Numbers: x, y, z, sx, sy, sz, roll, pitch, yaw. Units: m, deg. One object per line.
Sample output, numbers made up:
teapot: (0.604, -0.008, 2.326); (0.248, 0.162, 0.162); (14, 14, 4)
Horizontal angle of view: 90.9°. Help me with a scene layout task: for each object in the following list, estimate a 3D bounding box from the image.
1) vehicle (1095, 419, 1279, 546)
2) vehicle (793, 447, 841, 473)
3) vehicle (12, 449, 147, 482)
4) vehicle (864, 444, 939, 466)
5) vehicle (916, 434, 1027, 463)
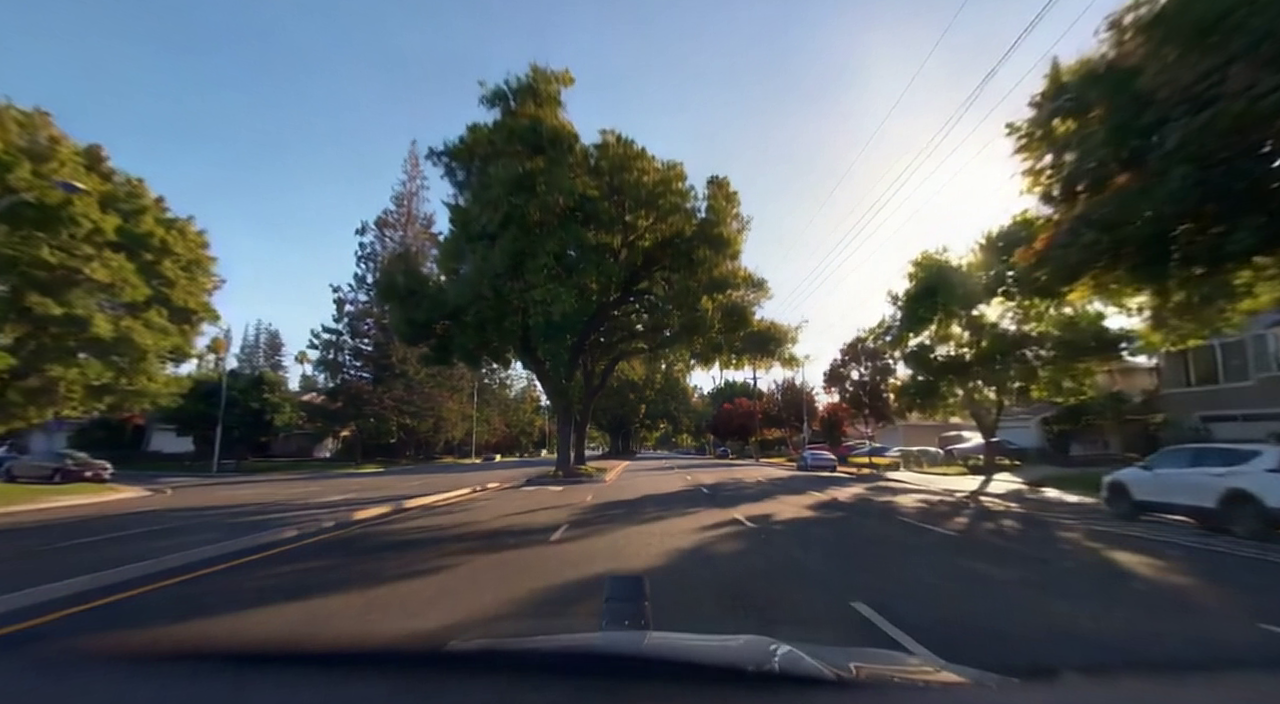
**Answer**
vehicle: (11.655, 2.406, 12.237); (2.568, 2.038, 4.088); (0, -8, 2)
vehicle: (11.981, 7.345, 43.016); (1.929, 1.489, 4.777); (4, -8, 1)
vehicle: (-28.175, 5.686, 31.789); (4.722, 1.533, 2.182); (0, -8, 0)
vehicle: (20.141, 7.939, 48.740); (4.897, 1.608, 2.005); (0, -8, 0)
vehicle: (23.169, 6.753, 44.271); (6.075, 1.933, 3.018); (0, -8, 1)
